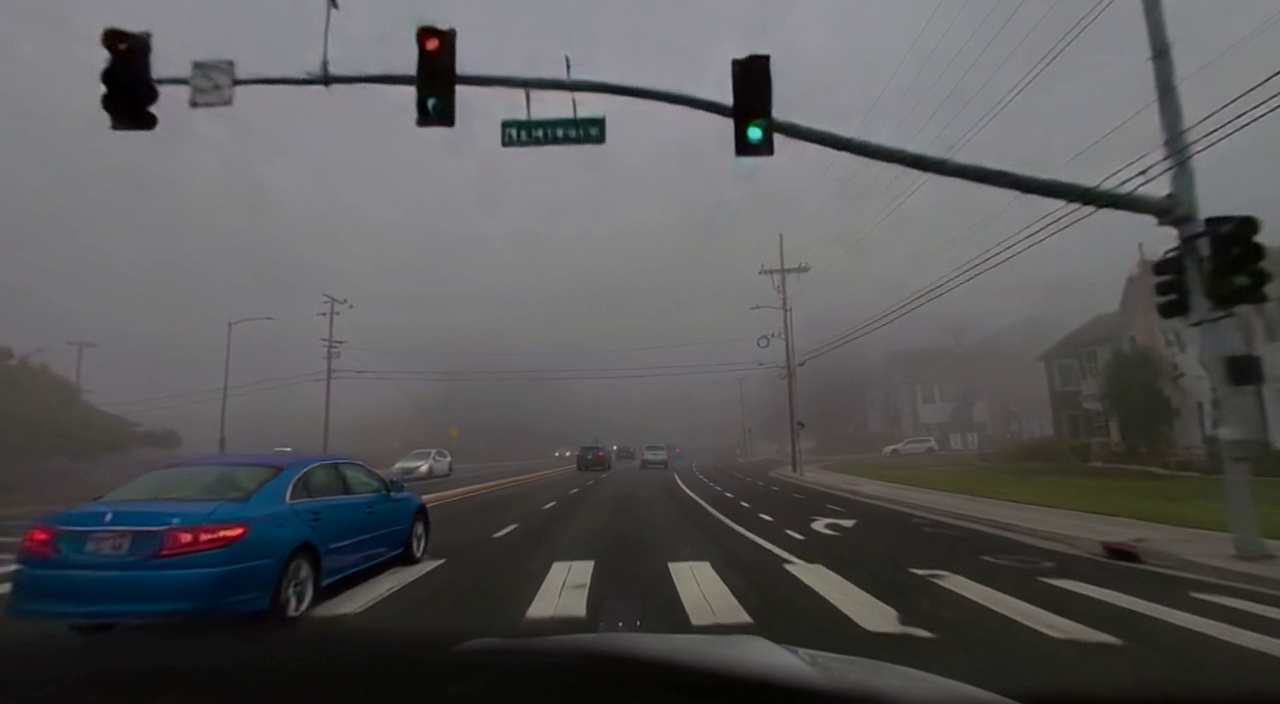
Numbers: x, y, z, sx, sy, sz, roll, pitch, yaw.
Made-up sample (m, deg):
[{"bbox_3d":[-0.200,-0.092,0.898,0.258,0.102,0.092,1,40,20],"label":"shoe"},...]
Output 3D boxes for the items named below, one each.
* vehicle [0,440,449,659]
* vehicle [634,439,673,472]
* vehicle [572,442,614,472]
[{"bbox_3d":[-3.609,1.633,6.422,1.901,1.409,4.442,0,-9,1],"label":"vehicle"},{"bbox_3d":[0.900,6.275,38.533,2.155,1.836,4.250,0,-9,4],"label":"vehicle"},{"bbox_3d":[-2.771,6.293,38.183,1.899,1.685,4.121,0,-9,4],"label":"vehicle"}]
